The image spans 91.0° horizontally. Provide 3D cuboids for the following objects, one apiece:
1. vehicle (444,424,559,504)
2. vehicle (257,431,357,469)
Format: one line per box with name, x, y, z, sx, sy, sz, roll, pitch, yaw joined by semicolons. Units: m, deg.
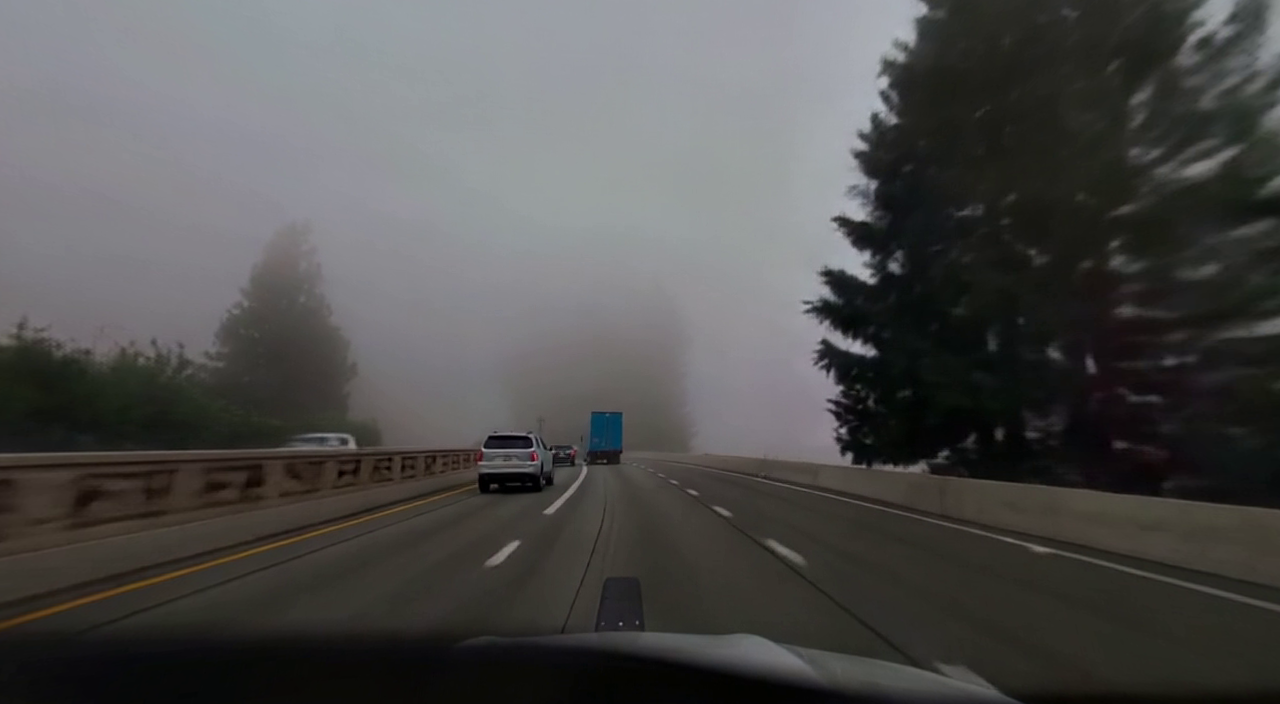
vehicle;-3.351;2.813;16.187;2.041;1.734;4.391;0;-9;-1
vehicle;-14.251;4.246;27.305;1.938;1.503;4.661;1;-9;-2
